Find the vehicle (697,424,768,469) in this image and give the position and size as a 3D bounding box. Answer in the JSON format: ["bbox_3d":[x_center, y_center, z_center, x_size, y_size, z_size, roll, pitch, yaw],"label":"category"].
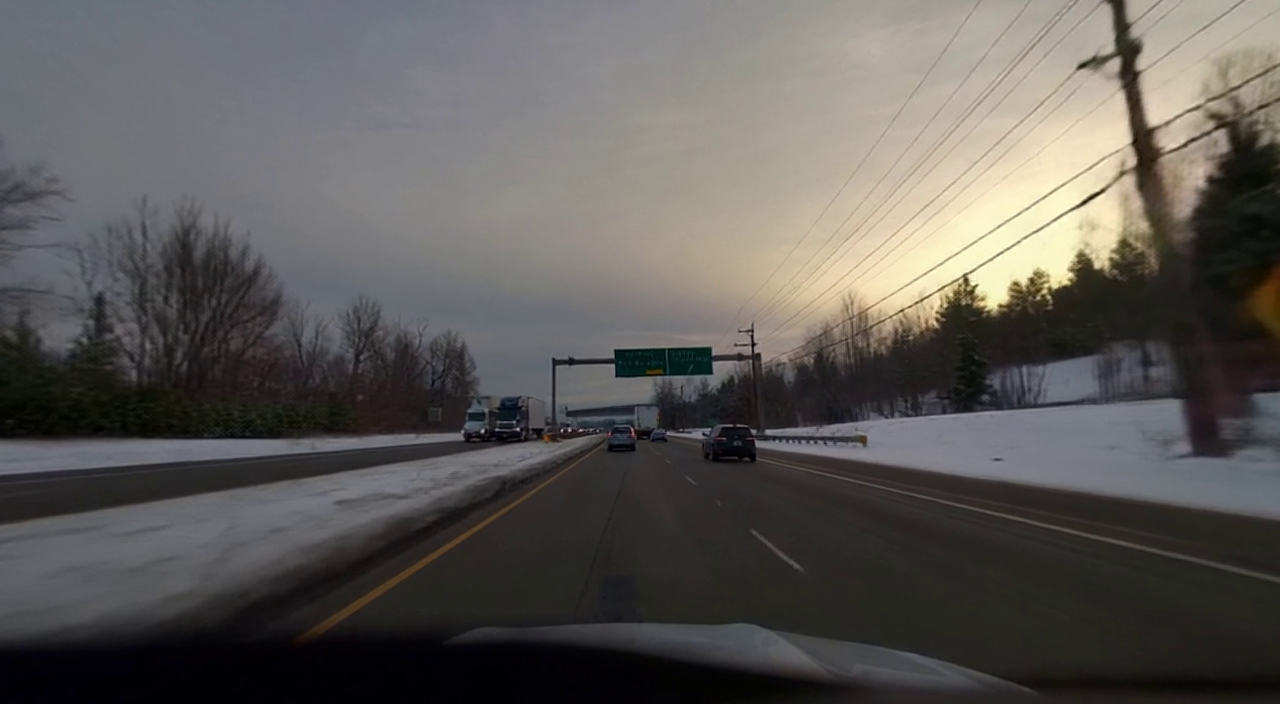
[{"bbox_3d":[3.410,3.583,24.051,2.062,1.581,3.914,0,-8,-1],"label":"vehicle"}]

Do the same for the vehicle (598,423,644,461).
[{"bbox_3d":[-0.918,4.429,31.171,2.134,1.710,4.049,0,-7,-1],"label":"vehicle"}]
